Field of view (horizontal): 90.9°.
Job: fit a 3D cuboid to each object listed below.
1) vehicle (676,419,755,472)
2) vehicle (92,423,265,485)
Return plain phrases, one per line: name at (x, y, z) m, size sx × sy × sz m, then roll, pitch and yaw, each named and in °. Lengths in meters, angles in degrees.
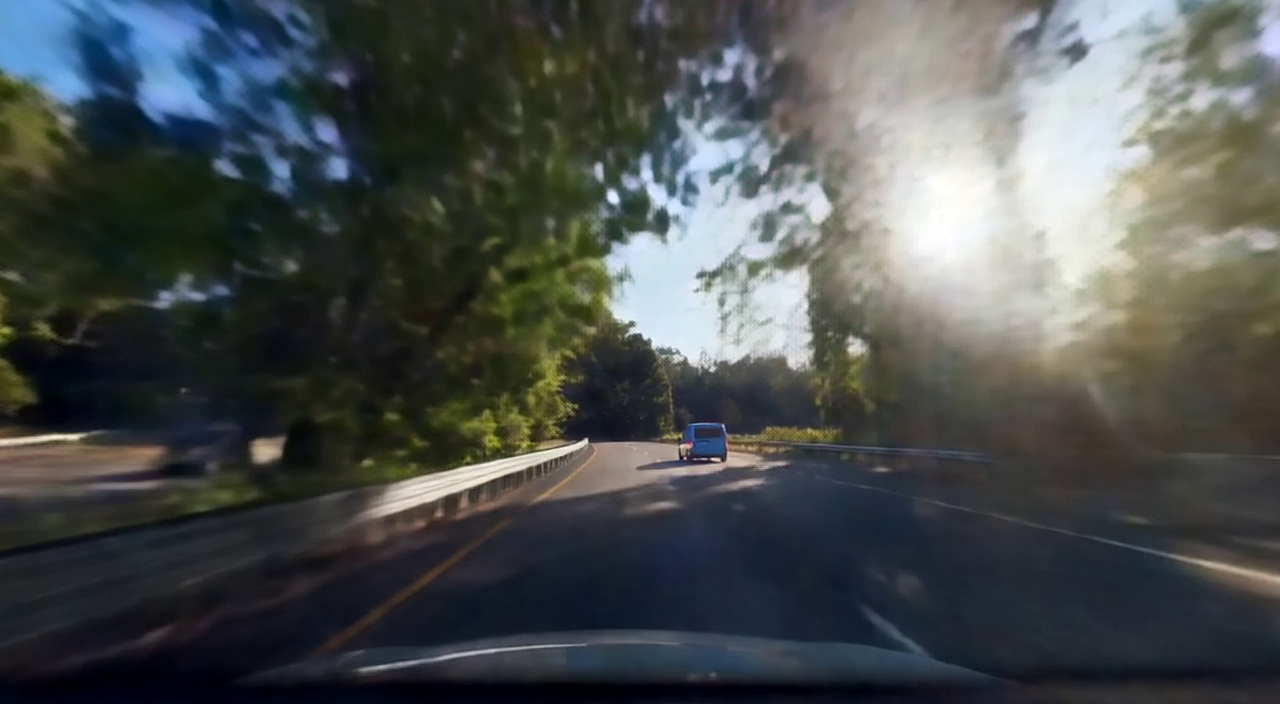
vehicle at (2.736, 3.547, 24.095) m, size 2.240 × 1.801 × 4.545 m, roll 0°, pitch -8°, yaw -3°
vehicle at (-13.297, 2.932, 18.580) m, size 2.013 × 1.589 × 4.152 m, roll 0°, pitch -8°, yaw -1°
